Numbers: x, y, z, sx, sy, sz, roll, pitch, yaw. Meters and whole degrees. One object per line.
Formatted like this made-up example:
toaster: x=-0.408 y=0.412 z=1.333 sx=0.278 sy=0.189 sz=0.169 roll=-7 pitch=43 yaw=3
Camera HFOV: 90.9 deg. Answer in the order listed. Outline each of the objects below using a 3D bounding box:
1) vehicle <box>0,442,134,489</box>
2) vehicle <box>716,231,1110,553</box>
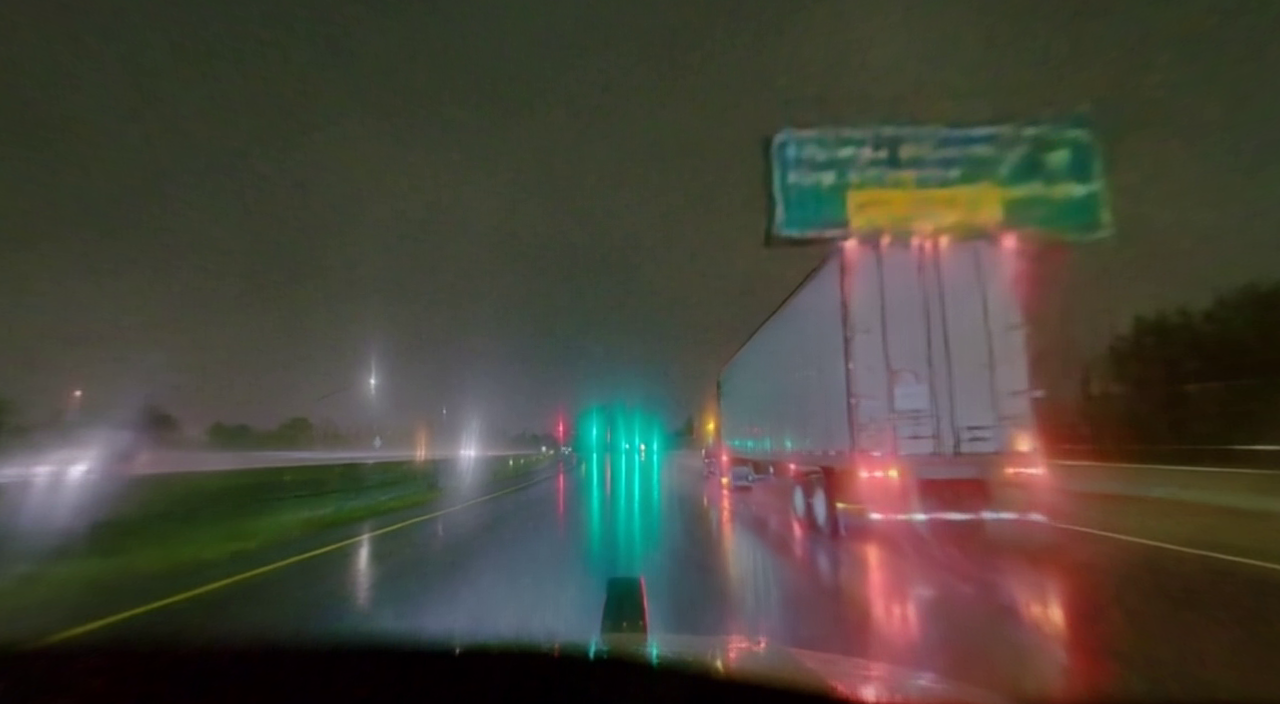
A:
vehicle: x=-27.549 y=5.270 z=29.787 sx=2.366 sy=1.965 sz=6.088 roll=0 pitch=-8 yaw=-2
vehicle: x=4.565 y=1.756 z=17.276 sx=2.932 sy=4.205 sz=18.253 roll=0 pitch=-8 yaw=1
